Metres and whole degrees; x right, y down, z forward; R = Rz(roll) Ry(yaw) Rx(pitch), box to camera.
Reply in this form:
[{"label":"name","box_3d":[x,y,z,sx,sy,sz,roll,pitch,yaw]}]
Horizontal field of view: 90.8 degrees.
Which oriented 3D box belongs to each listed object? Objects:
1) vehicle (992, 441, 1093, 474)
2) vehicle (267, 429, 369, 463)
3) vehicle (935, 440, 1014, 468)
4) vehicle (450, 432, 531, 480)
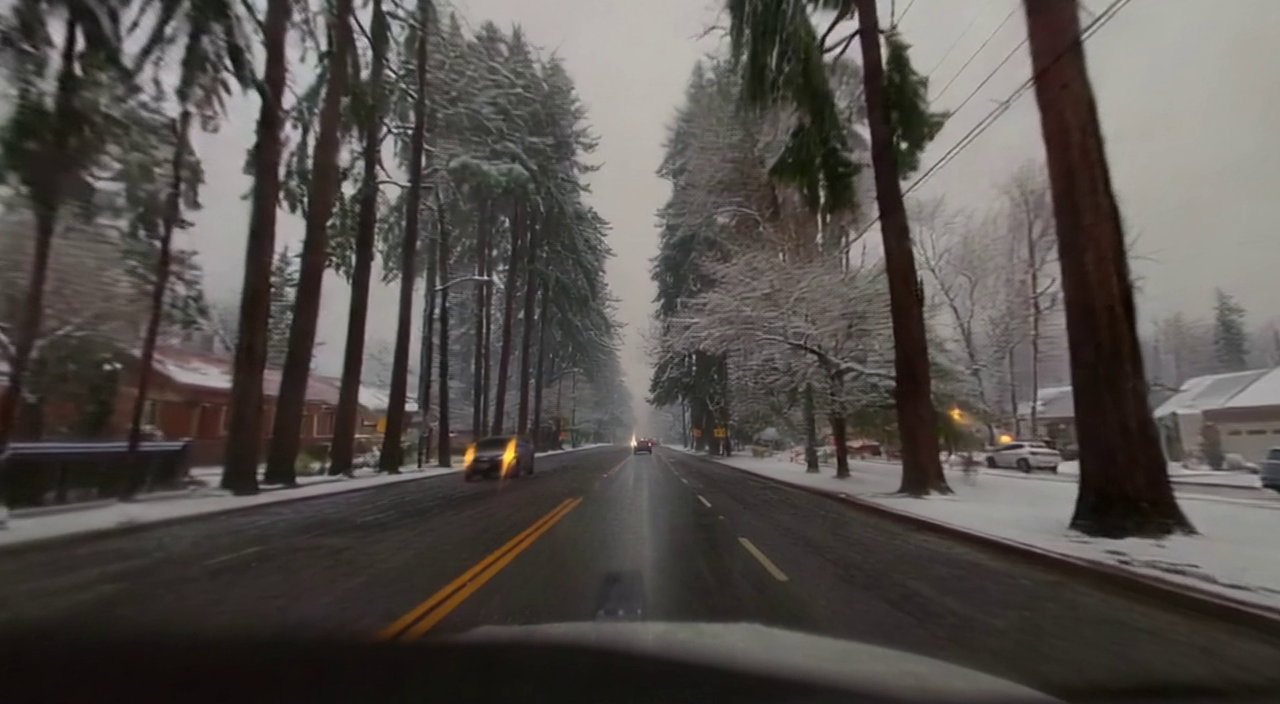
[{"label":"vehicle","box_3d":[19.040,4.994,30.169,1.773,1.463,4.486,0,-8,-1]},{"label":"vehicle","box_3d":[-16.191,4.757,31.930,4.045,1.622,1.983,-1,-8,4]},{"label":"vehicle","box_3d":[18.918,5.762,35.971,1.946,1.459,4.489,0,-8,-1]},{"label":"vehicle","box_3d":[-6.120,4.318,26.502,2.108,1.793,4.864,0,-8,1]}]
